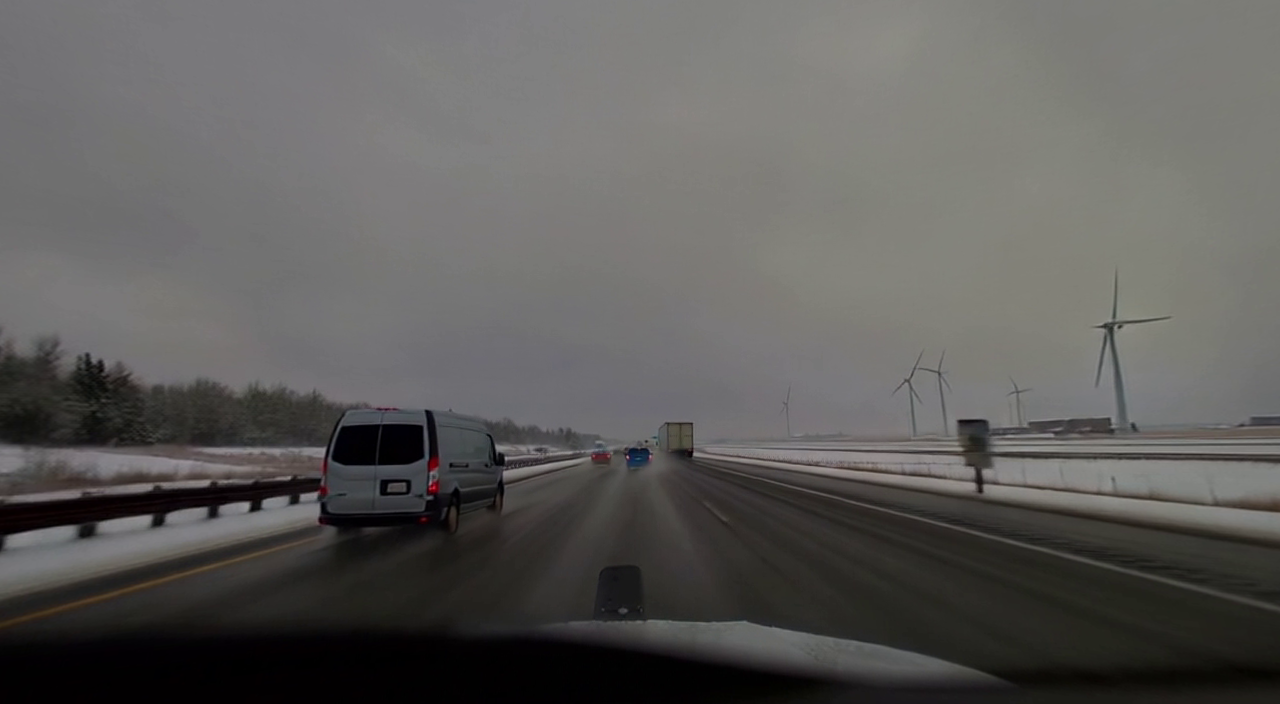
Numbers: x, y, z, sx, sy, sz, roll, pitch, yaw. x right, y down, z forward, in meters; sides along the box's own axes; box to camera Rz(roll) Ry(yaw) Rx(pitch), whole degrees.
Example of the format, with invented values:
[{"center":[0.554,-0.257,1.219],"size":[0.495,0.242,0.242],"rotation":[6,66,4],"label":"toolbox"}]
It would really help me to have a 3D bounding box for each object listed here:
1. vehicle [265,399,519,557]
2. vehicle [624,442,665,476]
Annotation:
[{"center":[-3.590,1.952,10.377],"size":[2.238,1.984,4.650],"rotation":[0,-9,0],"label":"vehicle"},{"center":[0.250,5.789,34.156],"size":[2.083,1.689,4.083],"rotation":[0,-9,0],"label":"vehicle"}]
